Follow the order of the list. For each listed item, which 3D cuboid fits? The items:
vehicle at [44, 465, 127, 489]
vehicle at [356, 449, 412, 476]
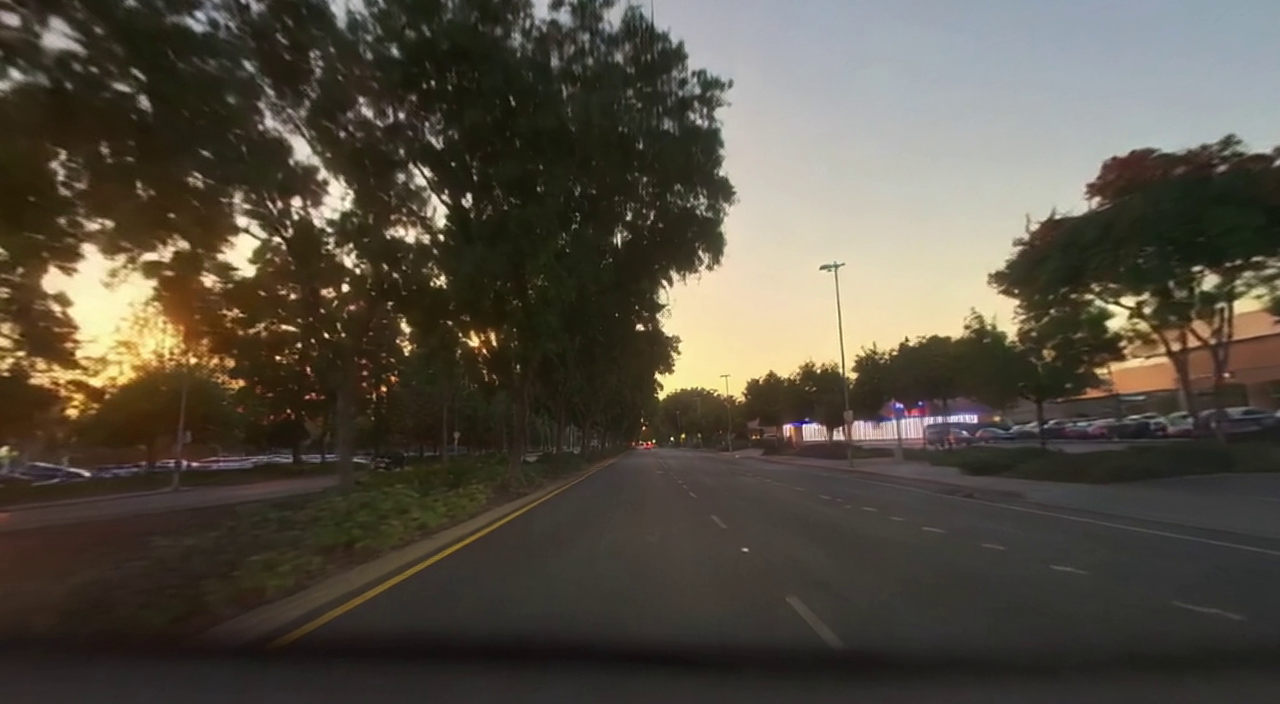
[{"bbox_3d":[-37.493,8.440,42.746,1.736,1.393,4.317,0,-8,0],"label":"vehicle"},{"bbox_3d":[-16.255,6.934,39.874,2.129,1.494,5.184,6,-10,-34],"label":"vehicle"}]
